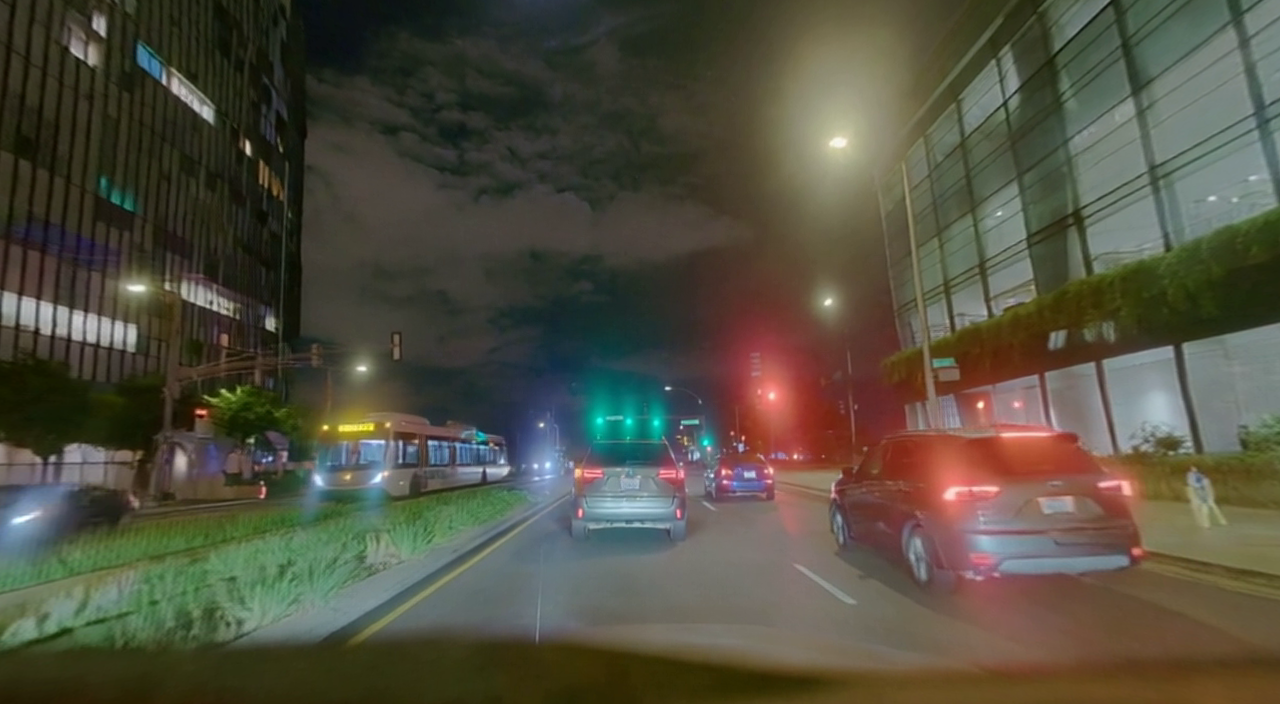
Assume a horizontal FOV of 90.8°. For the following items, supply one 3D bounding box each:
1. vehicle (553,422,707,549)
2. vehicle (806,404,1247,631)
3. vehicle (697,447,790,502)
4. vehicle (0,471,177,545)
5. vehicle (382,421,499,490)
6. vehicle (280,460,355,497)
[{"bbox_3d":[-0.210,2.225,11.174,2.178,1.779,4.255,0,-9,-2],"label":"vehicle"},{"bbox_3d":[3.578,1.612,7.218,2.029,1.717,4.624,0,-9,-1],"label":"vehicle"},{"bbox_3d":[3.064,3.720,19.669,1.993,1.480,4.324,0,-9,-2],"label":"vehicle"},{"bbox_3d":[-14.898,3.927,16.479,2.077,1.458,4.718,0,-9,0],"label":"vehicle"},{"bbox_3d":[-10.926,5.834,36.162,3.053,3.359,10.539,0,-9,1],"label":"vehicle"},{"bbox_3d":[-18.692,7.320,36.946,1.933,1.919,4.913,0,-9,-2],"label":"vehicle"}]
